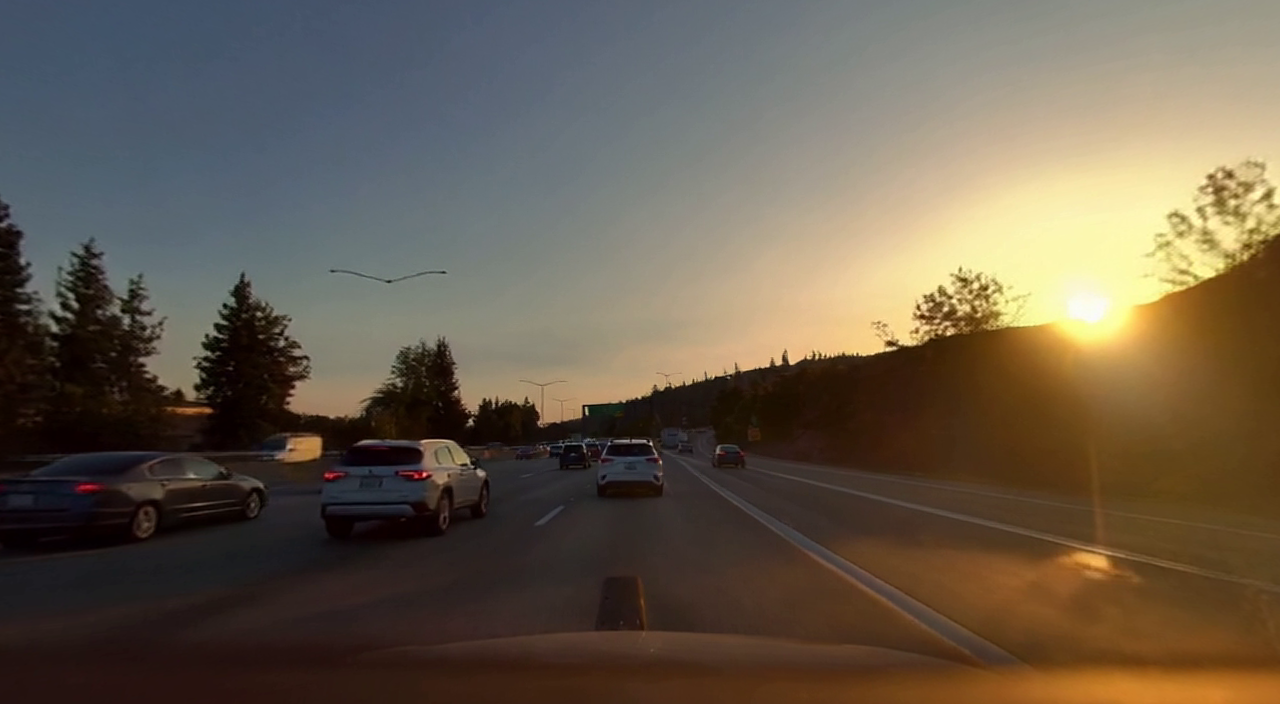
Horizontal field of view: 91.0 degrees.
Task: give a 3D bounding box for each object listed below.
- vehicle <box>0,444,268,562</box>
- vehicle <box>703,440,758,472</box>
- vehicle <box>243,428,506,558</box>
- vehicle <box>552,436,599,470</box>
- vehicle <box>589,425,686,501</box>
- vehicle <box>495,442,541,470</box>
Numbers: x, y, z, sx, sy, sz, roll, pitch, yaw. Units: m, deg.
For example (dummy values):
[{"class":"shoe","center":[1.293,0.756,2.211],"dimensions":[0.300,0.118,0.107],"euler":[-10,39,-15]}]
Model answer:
[{"class":"vehicle","center":[-7.938,2.118,9.628],"dimensions":[1.948,1.391,4.111],"euler":[0,-8,1]},{"class":"vehicle","center":[4.522,5.254,32.023],"dimensions":[2.006,1.474,4.669],"euler":[0,-9,-1]},{"class":"vehicle","center":[-3.561,1.968,9.556],"dimensions":[2.011,1.498,4.341],"euler":[0,-8,1]},{"class":"vehicle","center":[-3.604,5.722,35.922],"dimensions":[2.142,1.808,4.266],"euler":[0,-8,1]},{"class":"vehicle","center":[-0.056,2.859,16.594],"dimensions":[2.223,1.722,4.177],"euler":[0,-8,0]},{"class":"vehicle","center":[-7.402,6.335,38.596],"dimensions":[1.931,1.617,4.060],"euler":[0,-8,0]}]
